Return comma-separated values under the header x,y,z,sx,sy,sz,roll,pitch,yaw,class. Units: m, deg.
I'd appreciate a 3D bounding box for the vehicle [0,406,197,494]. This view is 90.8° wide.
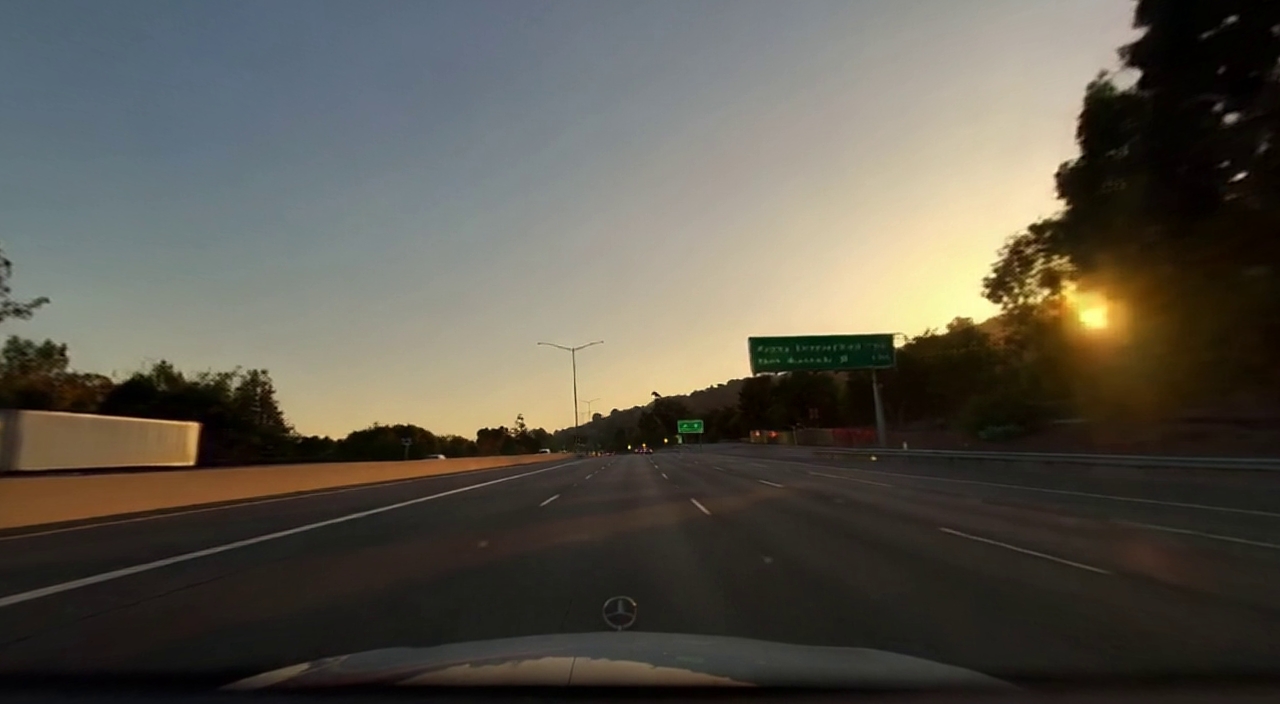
x,y,z,sx,sy,sz,roll,pitch,yaw,class
-30.644,5.409,35.018,2.821,3.960,12.894,0,-9,0,vehicle
